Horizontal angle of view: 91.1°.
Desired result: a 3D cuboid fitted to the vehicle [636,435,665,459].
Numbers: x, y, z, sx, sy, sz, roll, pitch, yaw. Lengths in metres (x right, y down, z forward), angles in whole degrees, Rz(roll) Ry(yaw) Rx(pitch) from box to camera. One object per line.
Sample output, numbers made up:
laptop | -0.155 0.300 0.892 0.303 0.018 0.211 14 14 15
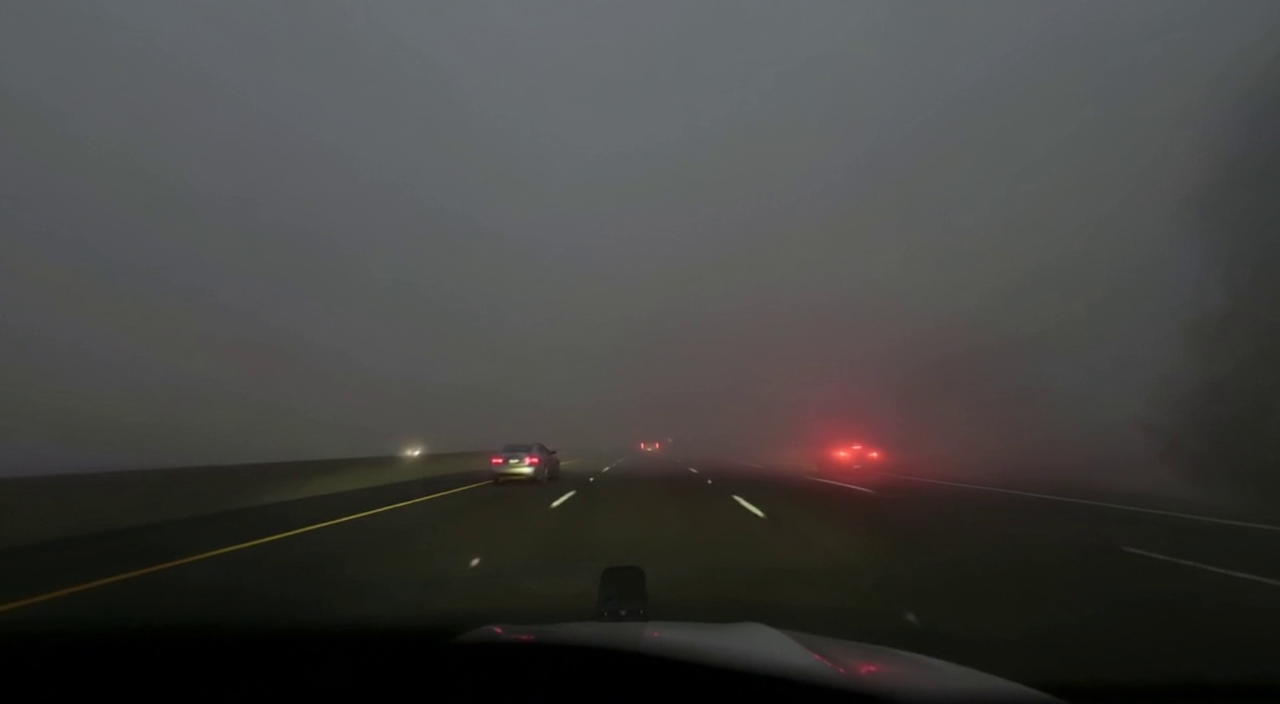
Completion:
vehicle | 0.758 7.090 46.966 2.063 1.698 4.355 0 -8 0

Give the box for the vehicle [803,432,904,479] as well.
vehicle | 7.544 3.698 22.756 1.870 1.493 5.015 0 -8 0

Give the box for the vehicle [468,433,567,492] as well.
vehicle | -3.539 3.280 19.049 2.050 1.546 4.344 -1 -8 1
